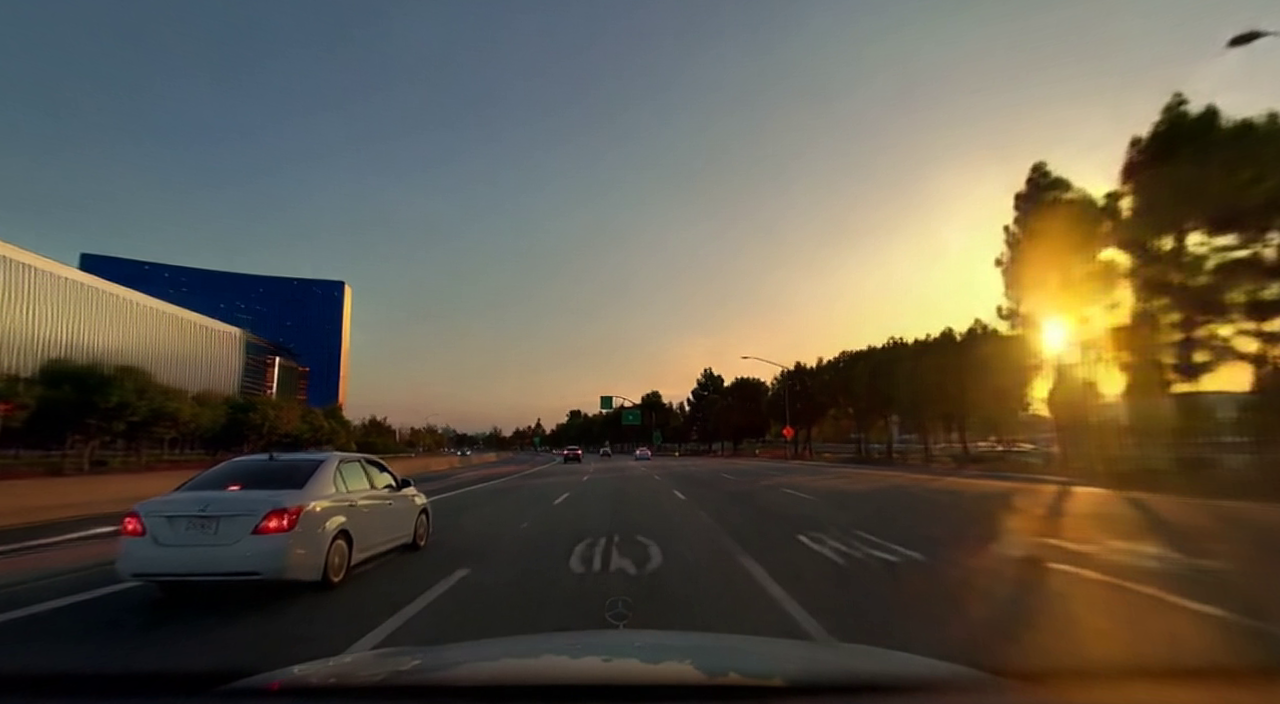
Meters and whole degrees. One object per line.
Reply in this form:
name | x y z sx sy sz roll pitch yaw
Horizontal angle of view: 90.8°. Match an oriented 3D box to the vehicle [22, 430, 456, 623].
vehicle | -3.746 1.673 7.123 2.018 1.476 4.364 0 -8 0
